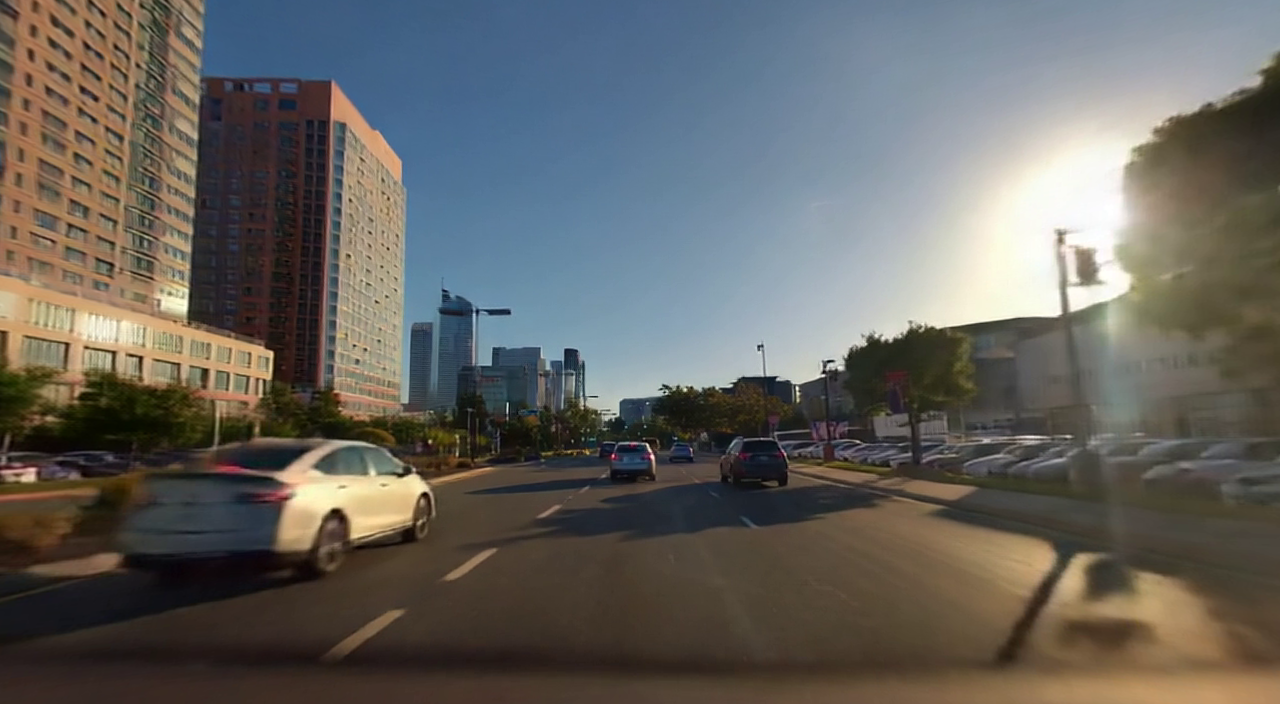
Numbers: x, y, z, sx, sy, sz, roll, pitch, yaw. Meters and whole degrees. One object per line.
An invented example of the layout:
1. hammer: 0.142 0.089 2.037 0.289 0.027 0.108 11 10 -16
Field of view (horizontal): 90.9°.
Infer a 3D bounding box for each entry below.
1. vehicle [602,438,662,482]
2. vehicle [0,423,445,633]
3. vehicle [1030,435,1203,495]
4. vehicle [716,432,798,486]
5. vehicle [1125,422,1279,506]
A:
1. vehicle: -0.259 3.955 23.379 2.059 1.477 3.988 0 -8 0
2. vehicle: -3.877 1.589 6.864 2.029 1.482 4.591 0 -8 0
3. vehicle: 13.328 3.080 17.624 4.282 1.469 2.035 4 -9 -26
4. vehicle: 3.952 3.684 22.014 2.007 1.683 4.171 0 -8 0
5. vehicle: 13.993 2.598 15.071 4.445 1.727 2.013 4 -9 -29
